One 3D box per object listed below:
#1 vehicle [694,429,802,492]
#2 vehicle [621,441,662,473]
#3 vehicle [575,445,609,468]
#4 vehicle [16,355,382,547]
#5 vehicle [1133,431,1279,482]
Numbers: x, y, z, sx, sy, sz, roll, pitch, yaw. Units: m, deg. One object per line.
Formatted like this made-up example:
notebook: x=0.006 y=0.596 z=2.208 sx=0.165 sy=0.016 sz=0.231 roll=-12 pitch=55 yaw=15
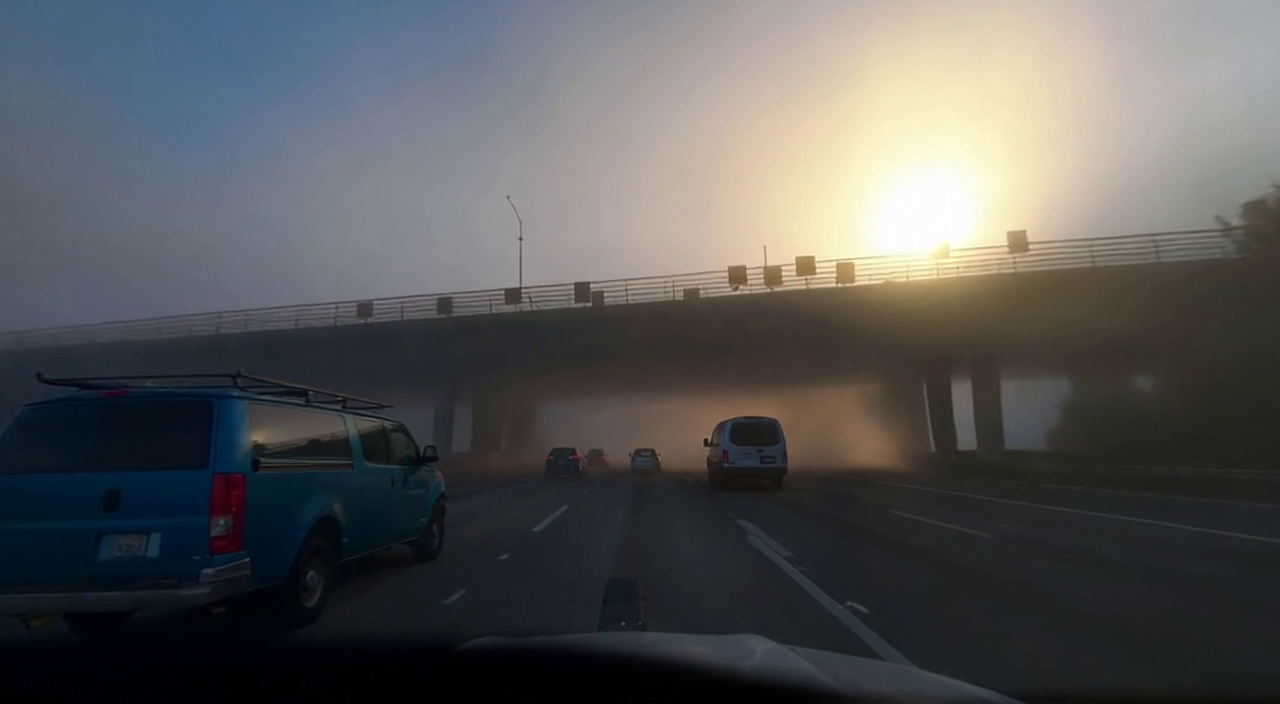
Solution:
vehicle: x=3.584 y=3.772 z=22.369 sx=2.777 sy=1.895 sz=5.710 roll=0 pitch=-8 yaw=0
vehicle: x=0.093 y=5.699 z=34.446 sx=2.115 sy=1.617 sz=4.102 roll=0 pitch=-8 yaw=0
vehicle: x=-3.313 y=7.209 z=43.816 sx=1.970 sy=1.483 sz=4.071 roll=0 pitch=-8 yaw=1
vehicle: x=-7.547 y=1.852 z=12.192 sx=2.336 sy=2.708 sz=6.421 roll=0 pitch=-8 yaw=0
vehicle: x=22.328 y=4.033 z=24.607 sx=1.982 sy=1.748 sz=4.713 roll=2 pitch=-9 yaw=-6
